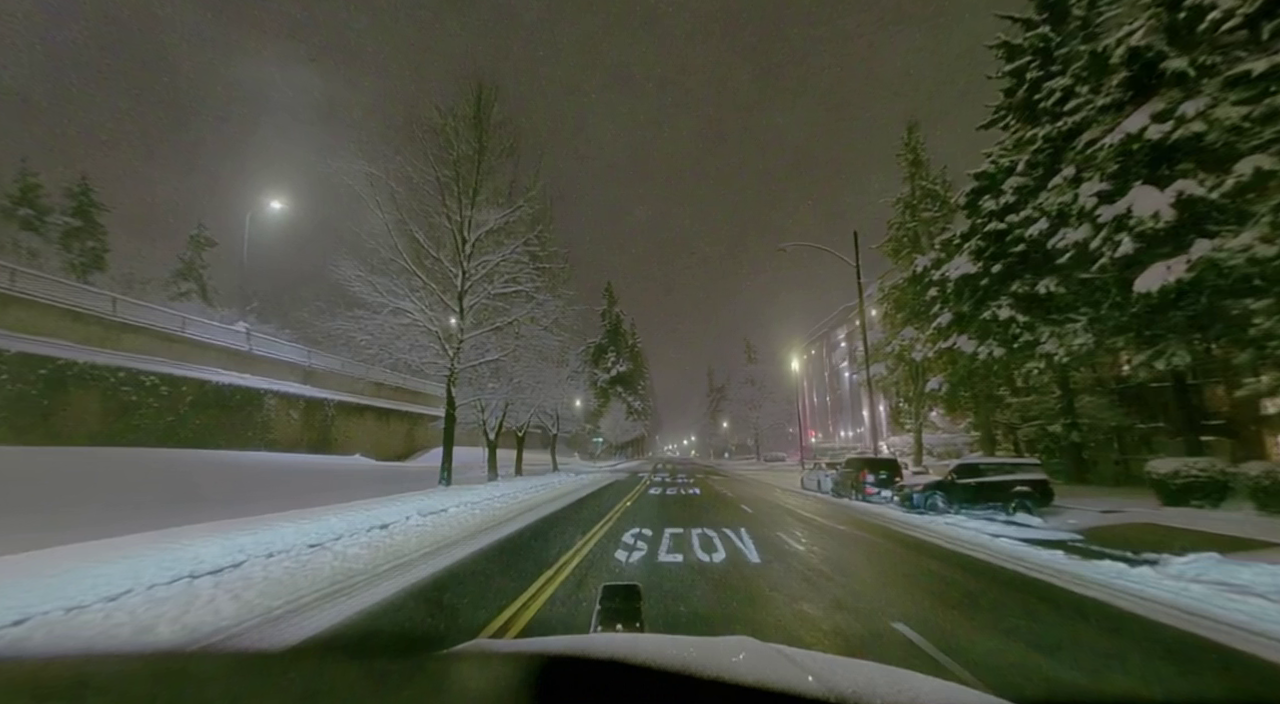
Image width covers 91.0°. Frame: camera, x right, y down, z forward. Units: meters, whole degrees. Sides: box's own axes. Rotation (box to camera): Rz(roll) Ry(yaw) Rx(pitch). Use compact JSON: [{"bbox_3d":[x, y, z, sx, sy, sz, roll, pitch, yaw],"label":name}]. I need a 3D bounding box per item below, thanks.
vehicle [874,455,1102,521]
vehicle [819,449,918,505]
[{"bbox_3d":[9.063,3.562,16.793,4.775,1.542,2.145,0,-9,1],"label":"vehicle"},{"bbox_3d":[7.644,4.178,21.605,1.954,1.657,4.522,0,-9,4],"label":"vehicle"}]
